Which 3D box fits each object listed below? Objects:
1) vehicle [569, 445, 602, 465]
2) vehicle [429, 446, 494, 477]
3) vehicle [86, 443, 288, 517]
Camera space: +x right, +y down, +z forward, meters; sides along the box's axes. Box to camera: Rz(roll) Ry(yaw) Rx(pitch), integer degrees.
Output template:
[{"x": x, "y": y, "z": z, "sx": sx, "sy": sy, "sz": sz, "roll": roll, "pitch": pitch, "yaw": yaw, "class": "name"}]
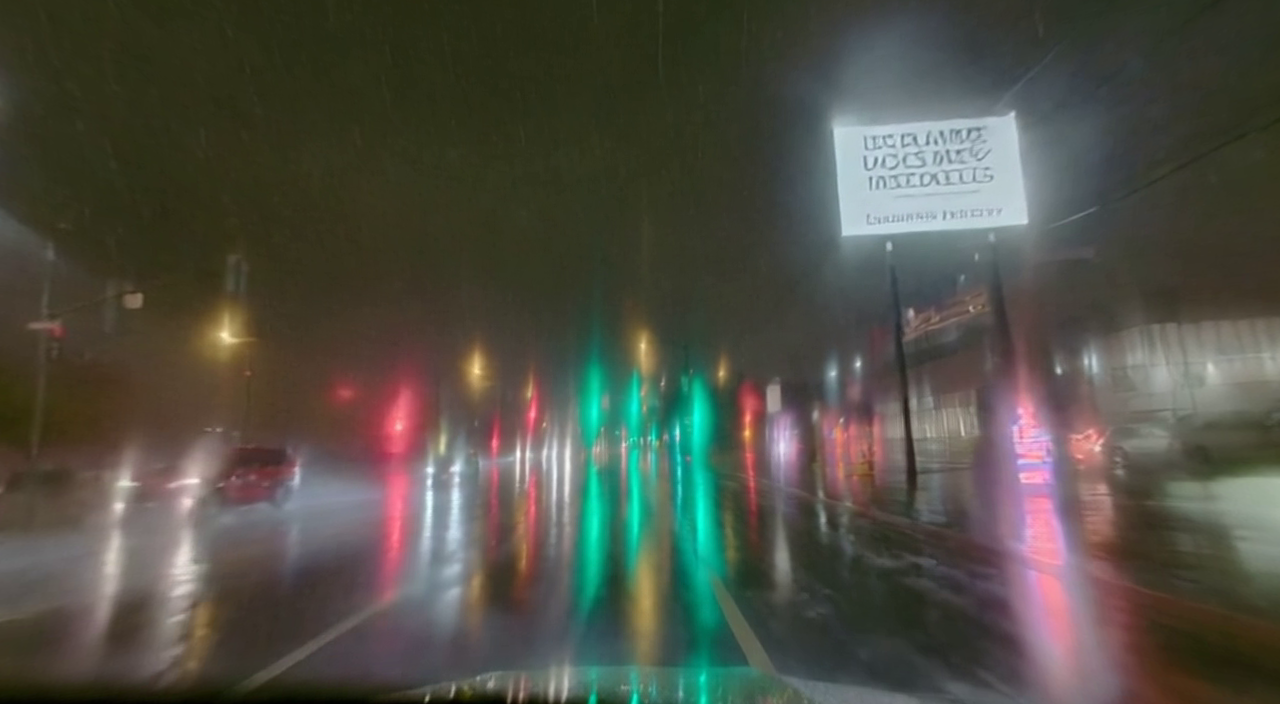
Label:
[{"x": -3.878, "y": 7.457, "z": 45.865, "sx": 1.962, "sy": 1.420, "sz": 4.021, "roll": 0, "pitch": -9, "yaw": 1, "class": "vehicle"}, {"x": -9.696, "y": 5.969, "z": 34.770, "sx": 1.994, "sy": 1.550, "sz": 5.009, "roll": 0, "pitch": -9, "yaw": 1, "class": "vehicle"}, {"x": -12.990, "y": 3.655, "z": 18.667, "sx": 2.347, "sy": 1.857, "sz": 4.860, "roll": 0, "pitch": -9, "yaw": 0, "class": "vehicle"}]
